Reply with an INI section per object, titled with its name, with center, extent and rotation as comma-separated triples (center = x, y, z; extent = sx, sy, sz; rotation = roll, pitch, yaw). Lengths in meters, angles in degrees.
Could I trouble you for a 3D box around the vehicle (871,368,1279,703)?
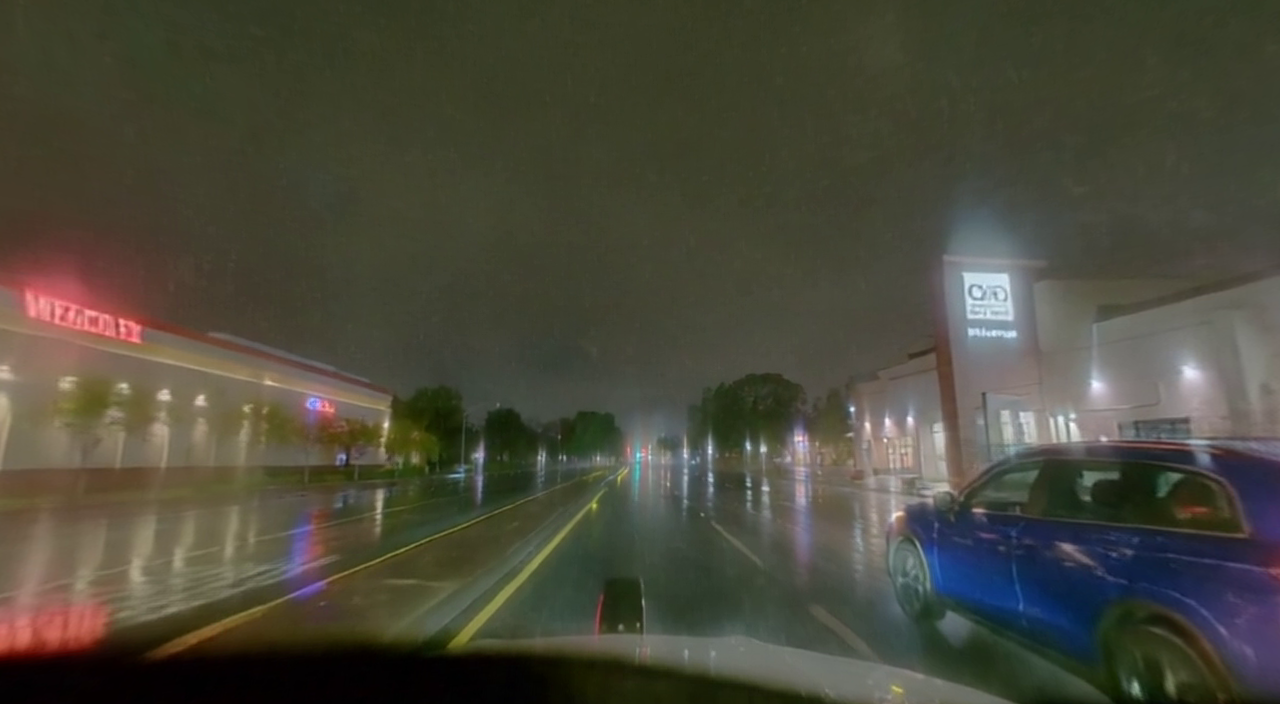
[vehicle]
center = 3.090, 1.019, 2.975
extent = 2.015, 1.641, 4.995
rotation = 0, -9, -1
